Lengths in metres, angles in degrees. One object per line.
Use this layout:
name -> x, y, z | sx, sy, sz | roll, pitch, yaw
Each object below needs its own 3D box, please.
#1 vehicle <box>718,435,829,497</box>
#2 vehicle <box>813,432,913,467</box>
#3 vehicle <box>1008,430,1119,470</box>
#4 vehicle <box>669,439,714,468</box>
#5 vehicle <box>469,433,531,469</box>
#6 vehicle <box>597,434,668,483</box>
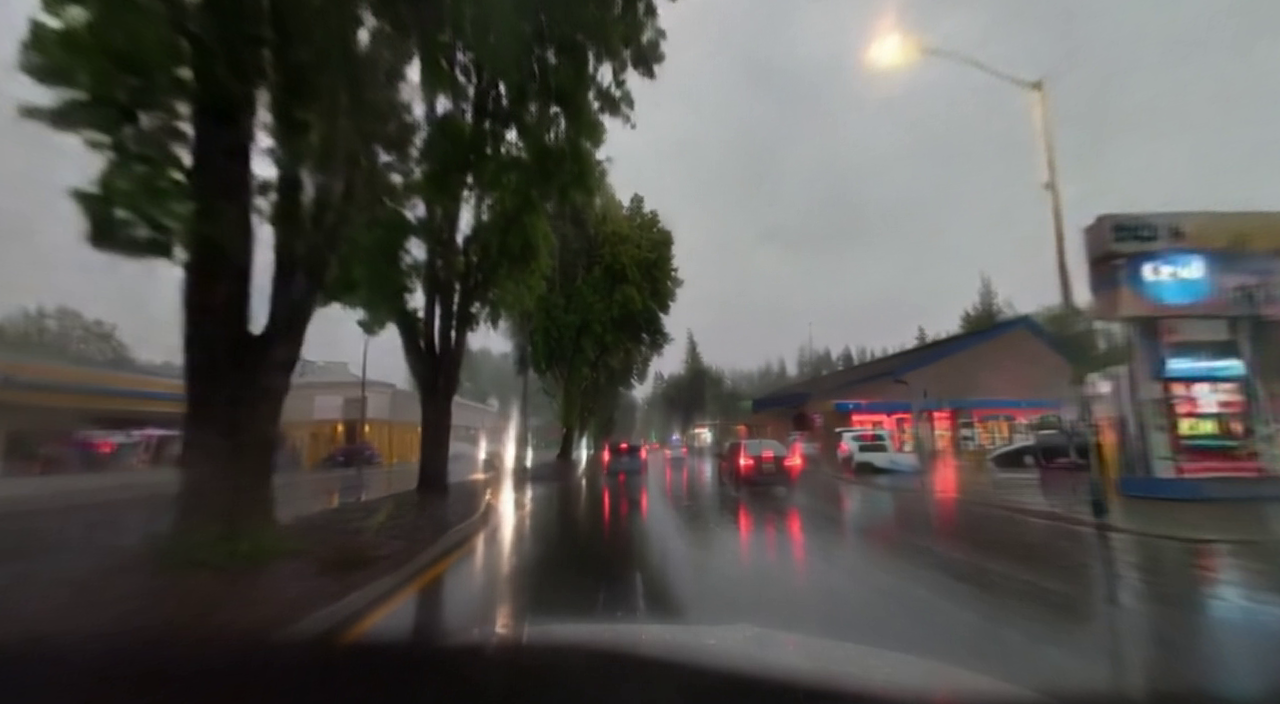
vehicle -> 3.459, 3.046, 17.279 | 2.060, 1.471, 4.168 | 0, -9, -1
vehicle -> 11.414, 5.012, 32.575 | 4.291, 1.652, 2.122 | 1, -9, -7
vehicle -> 17.509, 4.107, 26.461 | 1.772, 1.478, 4.381 | 0, -9, 2
vehicle -> 2.832, 5.696, 35.711 | 2.098, 1.527, 3.966 | 0, -9, -2
vehicle -> -8.277, 5.950, 38.036 | 2.320, 1.949, 5.755 | -1, -9, 2
vehicle -> -0.276, 3.718, 22.334 | 2.232, 1.508, 4.319 | 0, -9, -1
